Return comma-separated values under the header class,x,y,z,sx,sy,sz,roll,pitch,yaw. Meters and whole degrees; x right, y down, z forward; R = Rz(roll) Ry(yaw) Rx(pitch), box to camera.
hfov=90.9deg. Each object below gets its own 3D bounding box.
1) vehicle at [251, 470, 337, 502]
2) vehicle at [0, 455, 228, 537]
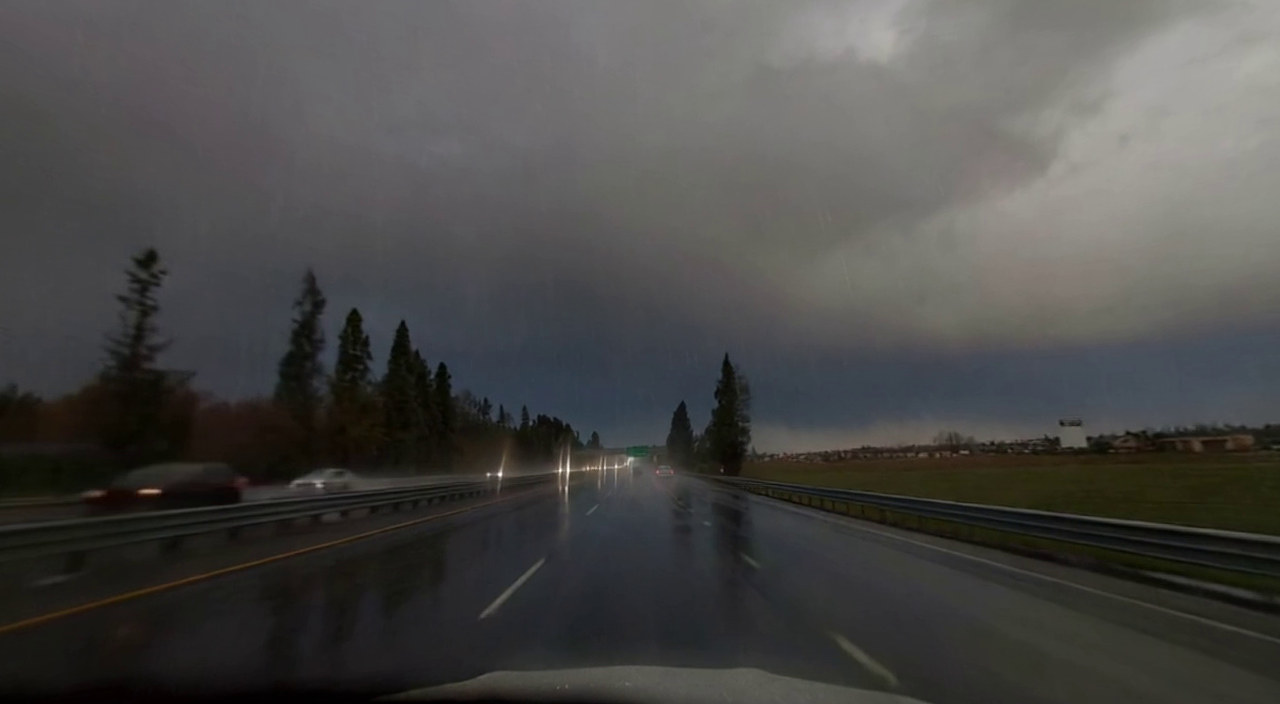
class,x,y,z,sx,sy,sz,roll,pitch,yaw
vehicle,-17.053,6.625,31.335,1.802,1.409,4.411,1,-11,-1
vehicle,-12.528,3.432,15.424,1.927,1.669,4.199,1,-11,1
